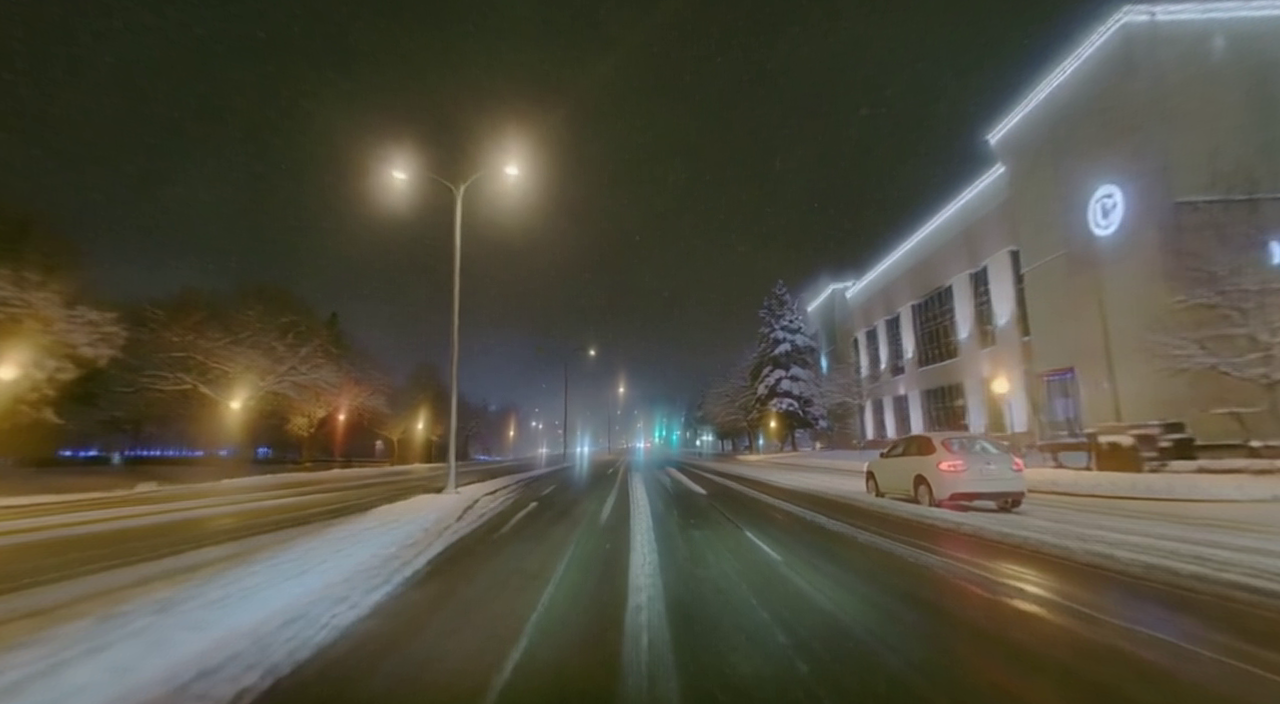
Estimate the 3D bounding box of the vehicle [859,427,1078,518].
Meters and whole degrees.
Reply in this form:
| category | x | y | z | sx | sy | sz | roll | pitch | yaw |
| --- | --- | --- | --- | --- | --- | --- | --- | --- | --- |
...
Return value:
| category | x | y | z | sx | sy | sz | roll | pitch | yaw |
| --- | --- | --- | --- | --- | --- | --- | --- | --- | --- |
| vehicle | 6.377 | 2.392 | 13.081 | 1.913 | 1.504 | 4.738 | 0 | -8 | -1 |

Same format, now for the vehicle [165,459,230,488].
| category | x | y | z | sx | sy | sz | roll | pitch | yaw |
| --- | --- | --- | --- | --- | --- | --- | --- | --- | --- |
| vehicle | -27.620 | 7.533 | 39.377 | 4.967 | 1.587 | 2.096 | -8 | -11 | 41 |

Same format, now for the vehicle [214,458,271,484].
| category | x | y | z | sx | sy | sz | roll | pitch | yaw |
| --- | --- | --- | --- | --- | --- | --- | --- | --- | --- |
| vehicle | -27.278 | 8.079 | 43.235 | 5.281 | 1.586 | 1.979 | -8 | -12 | 43 |
